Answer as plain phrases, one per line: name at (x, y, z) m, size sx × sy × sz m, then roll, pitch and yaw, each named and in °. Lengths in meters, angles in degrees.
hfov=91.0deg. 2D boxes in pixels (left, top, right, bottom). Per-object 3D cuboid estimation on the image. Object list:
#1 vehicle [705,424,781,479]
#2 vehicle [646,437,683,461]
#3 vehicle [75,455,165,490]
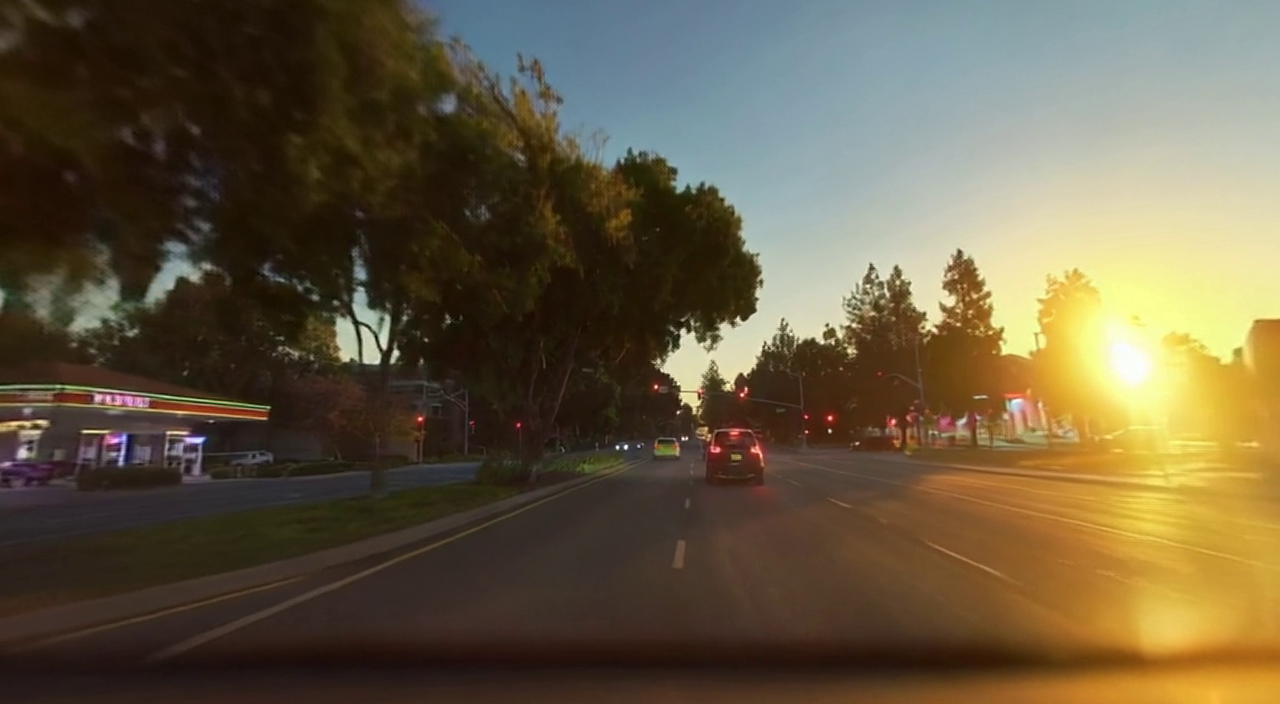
vehicle at (3.467, 3.458, 22.025) m, size 2.213 × 1.715 × 4.242 m, roll -1°, pitch -8°, yaw 4°
vehicle at (1.666, 6.371, 41.492) m, size 2.100 × 1.469 × 3.872 m, roll -1°, pitch -8°, yaw 6°
vehicle at (-24.825, 5.705, 30.005) m, size 4.538 × 1.469 × 1.912 m, roll -6°, pitch -10°, yaw 33°
